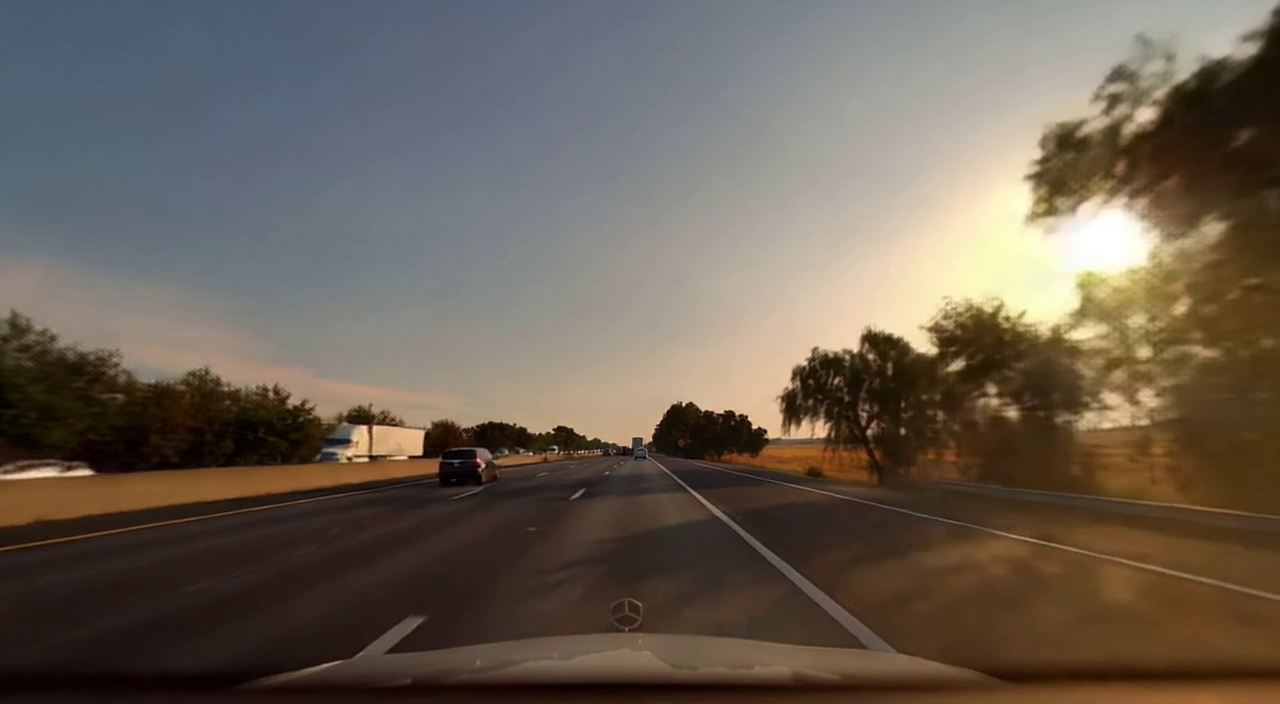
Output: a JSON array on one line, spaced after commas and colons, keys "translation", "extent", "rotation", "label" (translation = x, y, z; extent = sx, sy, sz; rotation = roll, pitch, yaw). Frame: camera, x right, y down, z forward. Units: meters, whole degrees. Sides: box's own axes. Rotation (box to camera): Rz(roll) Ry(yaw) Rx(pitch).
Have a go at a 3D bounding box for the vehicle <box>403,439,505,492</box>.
[{"translation": [-6.571, 4.092, 22.979], "extent": [2.234, 1.698, 4.634], "rotation": [0, -9, 1], "label": "vehicle"}]
